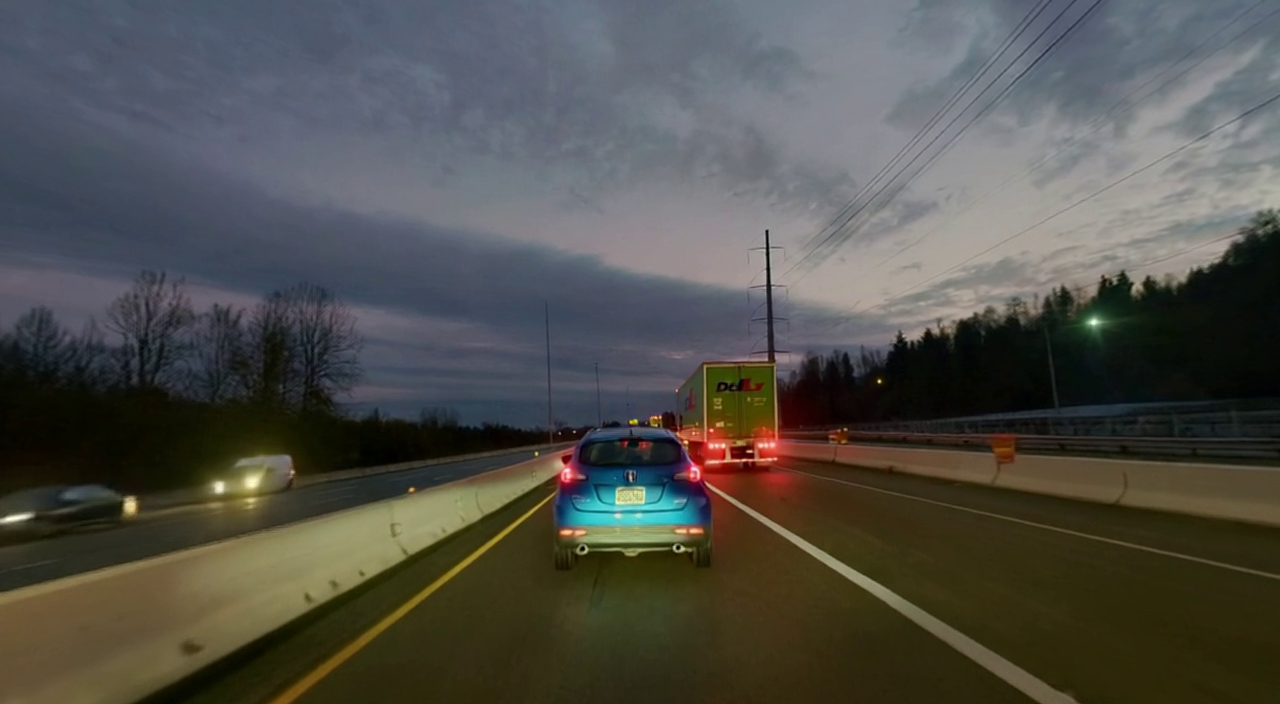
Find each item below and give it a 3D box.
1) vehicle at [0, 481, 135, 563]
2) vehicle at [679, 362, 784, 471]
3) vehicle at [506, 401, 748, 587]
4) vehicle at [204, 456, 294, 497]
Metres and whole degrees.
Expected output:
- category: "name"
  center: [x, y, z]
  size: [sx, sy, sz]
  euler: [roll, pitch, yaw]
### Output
- category: "vehicle"
  center: [-15.261, 4.193, 15.903]
  size: [1.770, 1.521, 4.077]
  euler: [1, -8, -4]
- category: "vehicle"
  center: [3.559, 2.899, 26.977]
  size: [2.835, 3.872, 8.916]
  euler: [0, -8, -2]
- category: "vehicle"
  center: [-0.150, 1.481, 7.412]
  size: [2.062, 1.581, 3.914]
  euler: [0, -8, -1]
- category: "vehicle"
  center: [-21.264, 6.744, 34.456]
  size: [2.081, 1.900, 4.823]
  euler: [0, -8, -4]
